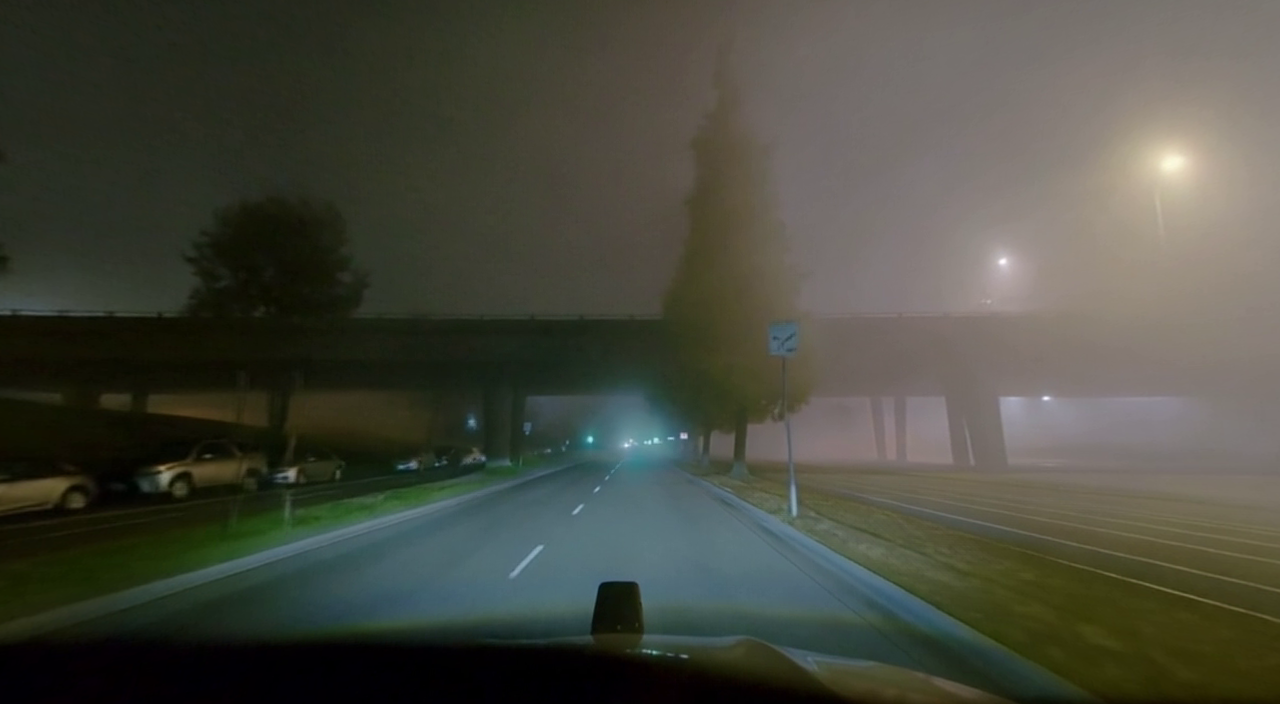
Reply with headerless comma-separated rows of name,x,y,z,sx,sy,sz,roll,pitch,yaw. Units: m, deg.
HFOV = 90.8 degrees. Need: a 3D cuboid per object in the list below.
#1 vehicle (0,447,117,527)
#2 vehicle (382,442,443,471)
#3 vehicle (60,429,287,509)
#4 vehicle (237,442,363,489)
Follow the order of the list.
vehicle,-13.215,2.601,12.188,2.156,1.489,4.758,0,-8,0
vehicle,-12.881,5.916,36.065,1.907,1.553,4.683,0,-8,-2
vehicle,-12.860,3.227,18.094,2.064,1.809,5.545,3,-8,2
vehicle,-12.864,4.278,24.358,2.074,1.529,5.079,1,-8,-1
